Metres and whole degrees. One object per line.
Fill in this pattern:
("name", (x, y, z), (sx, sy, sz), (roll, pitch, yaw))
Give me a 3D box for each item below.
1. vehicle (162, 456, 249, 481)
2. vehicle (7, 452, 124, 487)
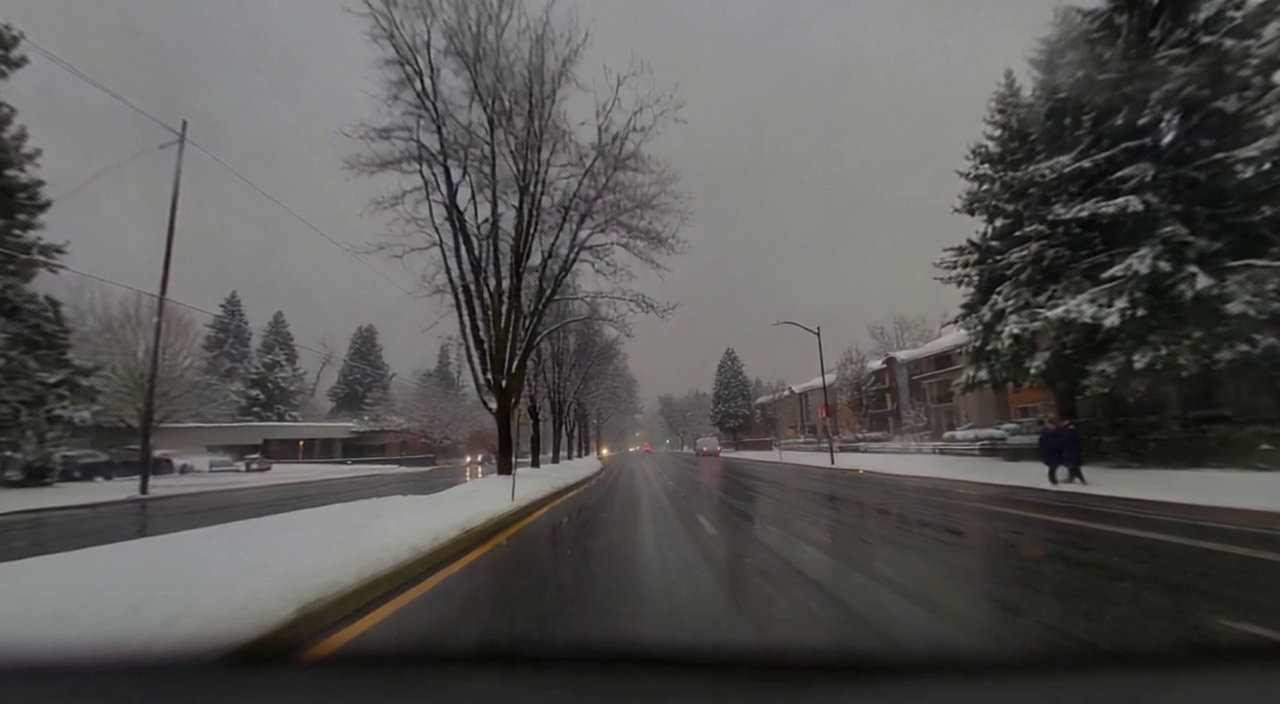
("vehicle", (-29.019, 7.785, 42.354), (1.898, 1.489, 4.667), (-2, -9, 13))
("vehicle", (-35.346, 7.214, 39.100), (2.094, 1.839, 5.001), (-4, -9, 11))
